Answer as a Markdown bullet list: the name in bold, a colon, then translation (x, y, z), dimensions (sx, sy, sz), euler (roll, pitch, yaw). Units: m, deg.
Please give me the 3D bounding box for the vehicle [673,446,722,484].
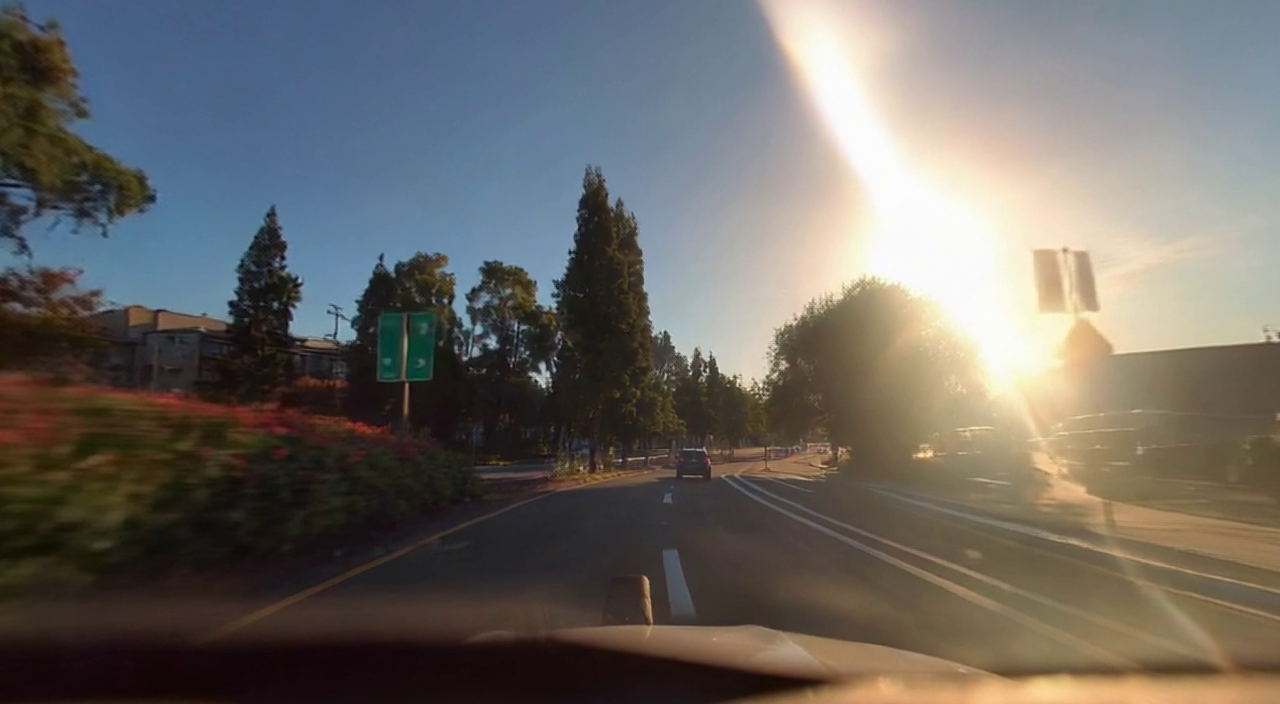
- **vehicle**: translation (2.489, 4.935, 27.918), dimensions (1.956, 1.473, 4.640), euler (0, -8, 4)
